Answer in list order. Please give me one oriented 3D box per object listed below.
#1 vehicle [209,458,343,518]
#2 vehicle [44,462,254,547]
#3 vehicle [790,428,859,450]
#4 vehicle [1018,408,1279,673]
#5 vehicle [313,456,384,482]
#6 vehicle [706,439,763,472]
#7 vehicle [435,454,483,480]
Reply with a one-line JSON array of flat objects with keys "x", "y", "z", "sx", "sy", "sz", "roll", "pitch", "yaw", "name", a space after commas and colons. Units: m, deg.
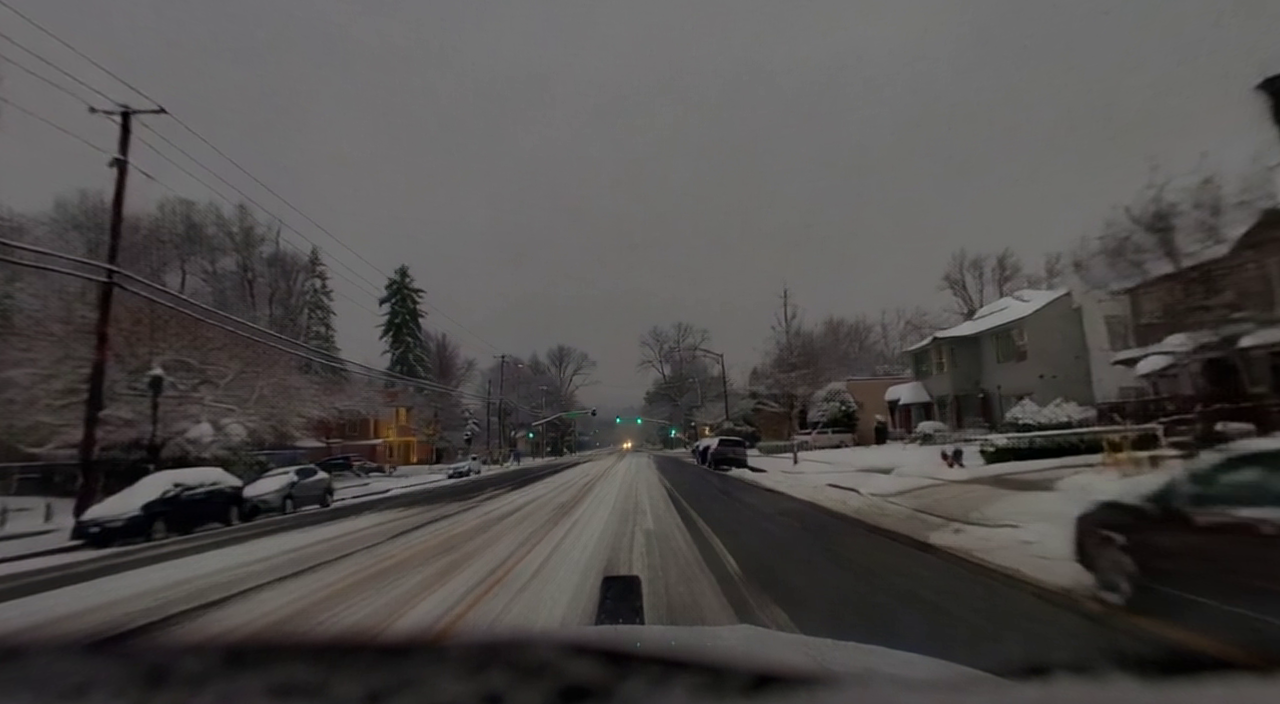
[{"x": -11.651, "y": 4.339, "z": 20.615, "sx": 2.008, "sy": 1.643, "sz": 4.130, "roll": 0, "pitch": -8, "yaw": -2, "name": "vehicle"}, {"x": -11.485, "y": 3.539, "z": 15.249, "sx": 1.845, "sy": 1.626, "sz": 4.105, "roll": 0, "pitch": -8, "yaw": -2, "name": "vehicle"}, {"x": 14.166, "y": 6.710, "z": 48.644, "sx": 4.660, "sy": 1.546, "sz": 1.916, "roll": -1, "pitch": -8, "yaw": 0, "name": "vehicle"}, {"x": 4.546, "y": 1.045, "z": 3.480, "sx": 1.887, "sy": 1.480, "sz": 4.731, "roll": 0, "pitch": -9, "yaw": -2, "name": "vehicle"}, {"x": -20.070, "y": 8.042, "z": 43.608, "sx": 3.932, "sy": 1.641, "sz": 1.819, "roll": 0, "pitch": -8, "yaw": -1, "name": "vehicle"}, {"x": 4.500, "y": 5.034, "z": 30.819, "sx": 2.010, "sy": 1.461, "sz": 4.247, "roll": 0, "pitch": -9, "yaw": -2, "name": "vehicle"}, {"x": -11.689, "y": 7.435, "z": 41.043, "sx": 1.867, "sy": 1.471, "sz": 4.139, "roll": 0, "pitch": -8, "yaw": 1, "name": "vehicle"}]
